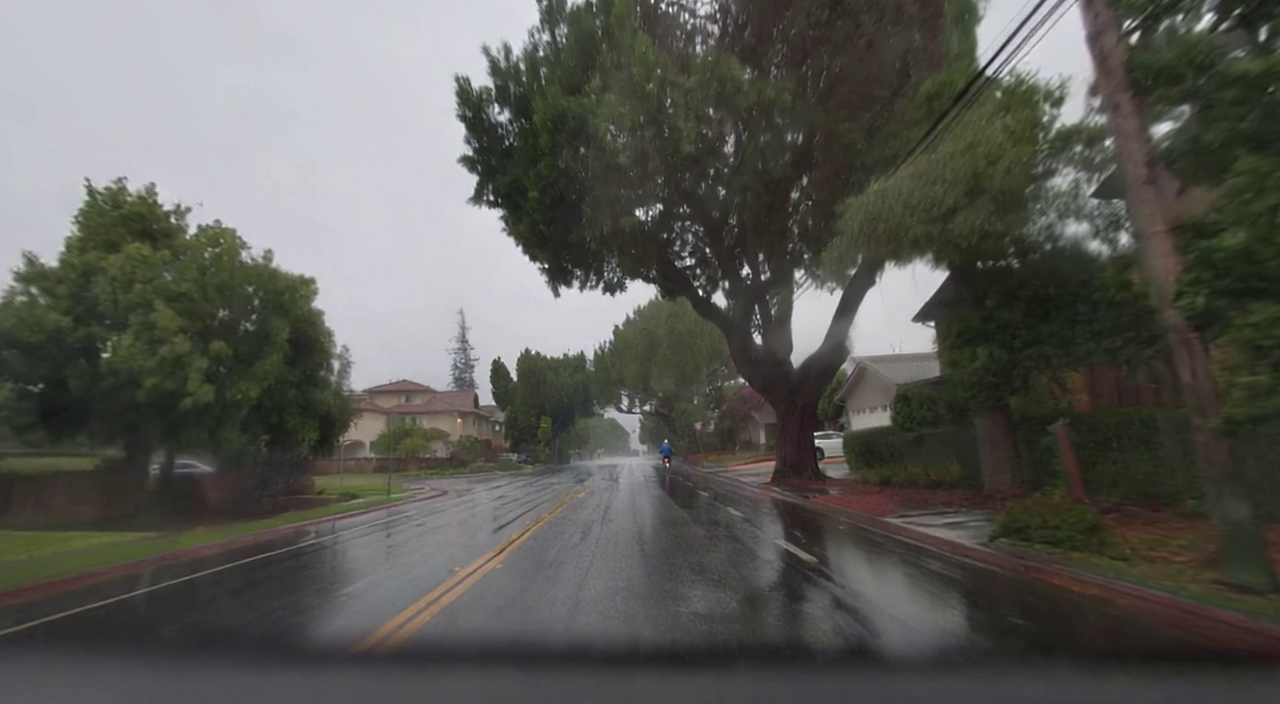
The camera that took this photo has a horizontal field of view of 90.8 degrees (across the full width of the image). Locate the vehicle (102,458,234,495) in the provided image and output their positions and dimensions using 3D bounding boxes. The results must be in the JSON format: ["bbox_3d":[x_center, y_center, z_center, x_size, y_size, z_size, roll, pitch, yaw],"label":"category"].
[{"bbox_3d":[-21.587,5.677,29.164,1.852,1.462,4.585,-3,-9,18],"label":"vehicle"}]

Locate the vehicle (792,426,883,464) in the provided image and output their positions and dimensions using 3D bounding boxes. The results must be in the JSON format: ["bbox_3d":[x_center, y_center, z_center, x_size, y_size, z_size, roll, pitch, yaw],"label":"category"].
[{"bbox_3d":[10.311,4.880,33.242,4.146,1.866,1.897,-2,-9,6],"label":"vehicle"}]
